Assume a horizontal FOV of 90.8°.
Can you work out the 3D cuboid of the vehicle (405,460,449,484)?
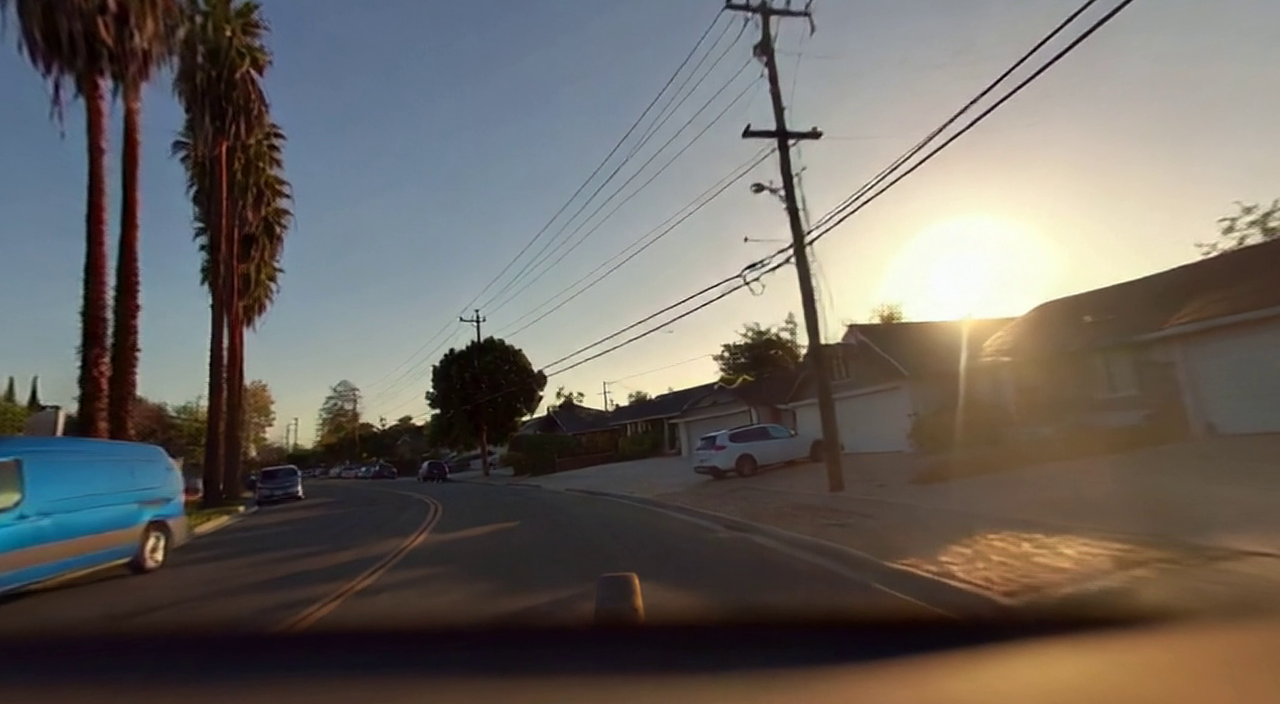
[{"bbox_3d":[-14.669,8.196,43.433,1.870,1.490,3.802,5,-10,-33],"label":"vehicle"}]

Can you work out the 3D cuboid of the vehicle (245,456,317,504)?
[{"bbox_3d":[-15.546,5.534,27.365,2.410,1.790,4.699,4,-12,-30],"label":"vehicle"}]

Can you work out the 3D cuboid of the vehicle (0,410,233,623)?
[{"bbox_3d":[-8.028,2.026,7.949,2.552,2.134,6.076,-2,-10,-9],"label":"vehicle"}]

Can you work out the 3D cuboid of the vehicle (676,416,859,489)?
[{"bbox_3d":[3.991,3.150,20.059,5.102,2.040,2.472,3,-9,-21],"label":"vehicle"}]
